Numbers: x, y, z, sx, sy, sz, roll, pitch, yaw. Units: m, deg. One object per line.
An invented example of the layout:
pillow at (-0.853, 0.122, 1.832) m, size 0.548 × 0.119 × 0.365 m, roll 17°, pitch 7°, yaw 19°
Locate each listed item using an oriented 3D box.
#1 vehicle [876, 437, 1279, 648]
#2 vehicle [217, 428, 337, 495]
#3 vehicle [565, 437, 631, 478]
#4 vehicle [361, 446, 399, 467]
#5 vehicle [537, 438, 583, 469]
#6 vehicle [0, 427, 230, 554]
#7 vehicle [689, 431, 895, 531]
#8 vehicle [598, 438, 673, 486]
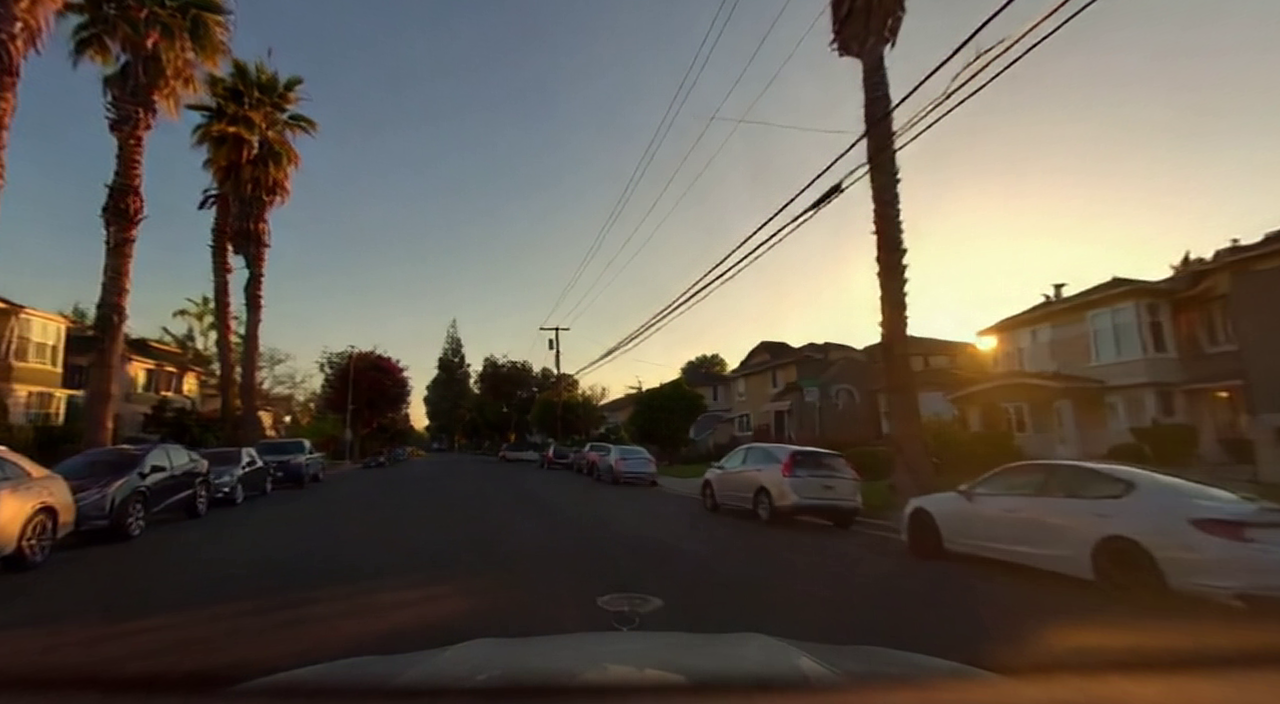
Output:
vehicle at (4.688, 1.651, 6.689) m, size 1.786 × 1.437 × 4.448 m, roll 2°, pitch -9°, yaw -15°
vehicle at (-12.220, 3.698, 21.772) m, size 2.300 × 1.943 × 5.744 m, roll 2°, pitch -9°, yaw -17°
vehicle at (-2.067, 4.949, 30.041) m, size 1.922 × 1.761 × 4.633 m, roll 3°, pitch -9°, yaw -19°
vehicle at (-19.633, 7.844, 47.855) m, size 2.013 × 1.483 × 4.645 m, roll 2°, pitch -9°, yaw -15°
vehicle at (-5.262, 6.539, 40.852) m, size 2.115 × 1.826 × 4.871 m, roll 3°, pitch -9°, yaw -17°
vehicle at (-9.019, 2.233, 11.092) m, size 1.919 × 1.678 × 4.385 m, roll -1°, pitch -7°, yaw -17°
vehicle at (2.777, 2.475, 12.821) m, size 1.943 × 1.623 × 4.471 m, roll 3°, pitch -9°, yaw -18°
vehicle at (-0.278, 4.206, 24.512) m, size 1.894 × 1.675 × 4.294 m, roll 2°, pitch -9°, yaw -14°
